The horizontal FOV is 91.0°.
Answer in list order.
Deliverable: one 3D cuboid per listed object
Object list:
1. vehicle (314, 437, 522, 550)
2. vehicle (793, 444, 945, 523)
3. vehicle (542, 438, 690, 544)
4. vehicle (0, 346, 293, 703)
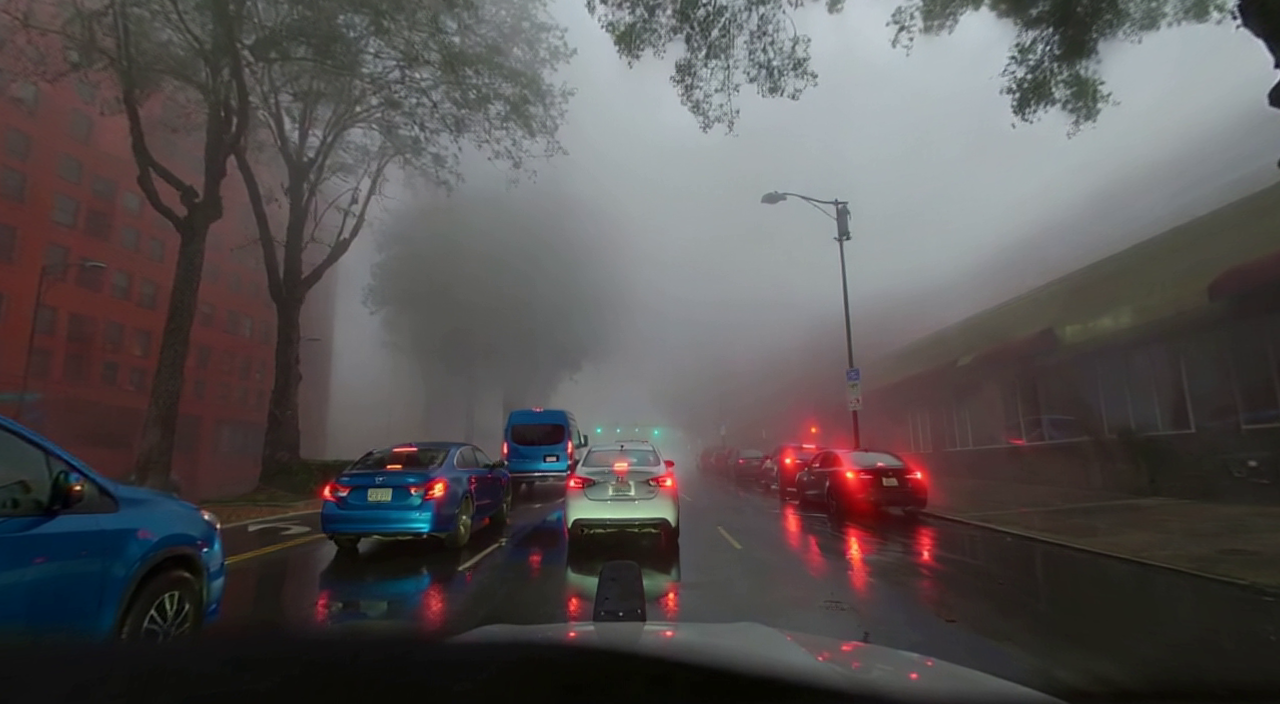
[{"bbox_3d":[-3.537,2.323,11.089,1.995,1.554,4.426,0,-9,1],"label":"vehicle"},{"bbox_3d":[4.908,2.853,14.195,1.832,1.491,4.054,1,-9,-1],"label":"vehicle"},{"bbox_3d":[-0.373,2.352,11.300,2.152,1.518,4.113,0,-9,-1],"label":"vehicle"},{"bbox_3d":[-3.714,0.820,2.316,2.140,1.768,4.685,0,-9,0],"label":"vehicle"}]
